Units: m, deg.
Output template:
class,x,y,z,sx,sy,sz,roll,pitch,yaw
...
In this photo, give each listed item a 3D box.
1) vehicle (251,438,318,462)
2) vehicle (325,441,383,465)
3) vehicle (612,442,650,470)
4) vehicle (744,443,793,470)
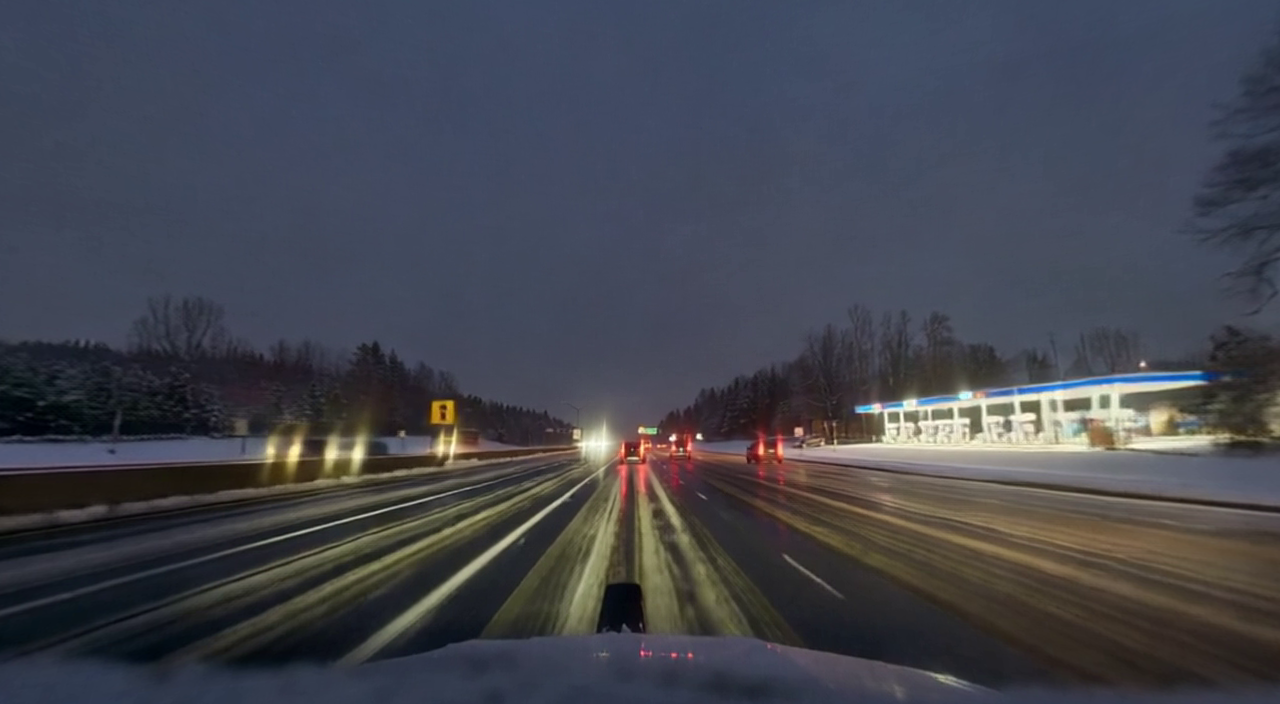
class,x,y,z,sx,sy,sz,roll,pitch,yaw
vehicle,-26.795,7.436,47.783,1.987,1.678,5.218,0,-8,1
vehicle,-18.541,6.570,41.080,1.817,1.463,4.068,0,-8,1
vehicle,-0.495,5.739,35.017,1.999,1.473,4.351,0,-8,-1
vehicle,7.538,6.146,37.400,1.867,1.463,4.295,0,-8,-1
